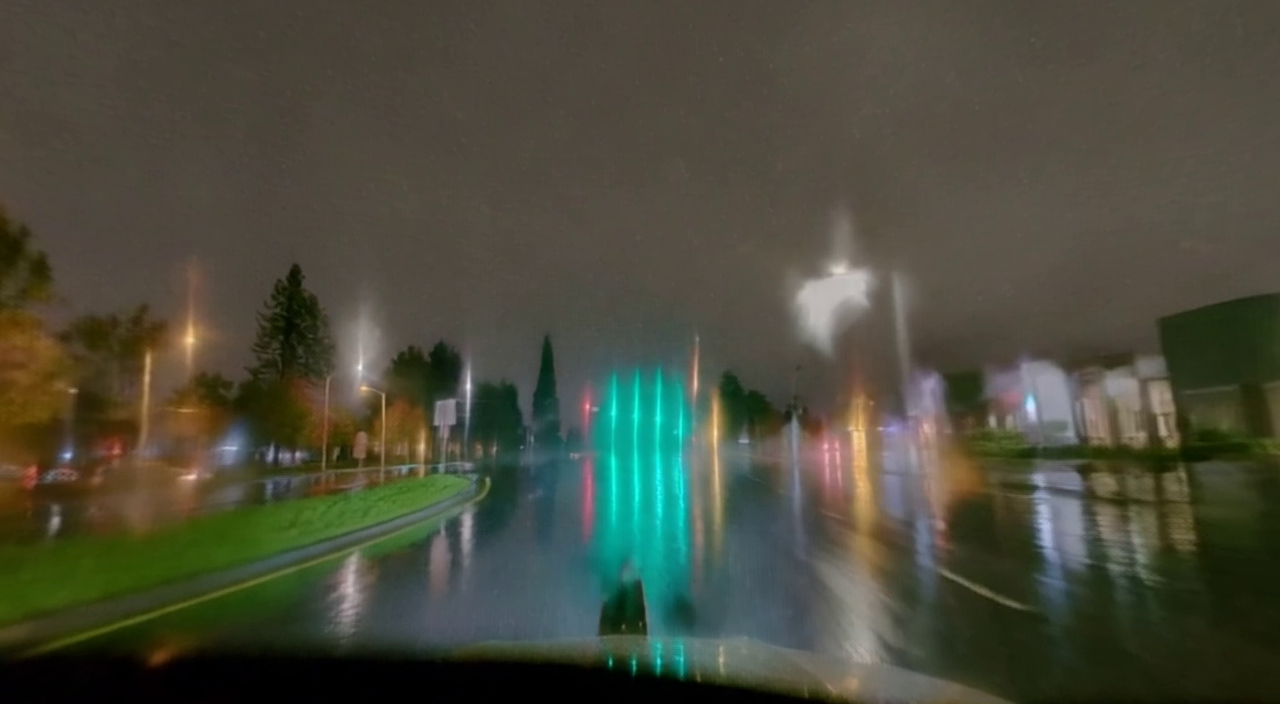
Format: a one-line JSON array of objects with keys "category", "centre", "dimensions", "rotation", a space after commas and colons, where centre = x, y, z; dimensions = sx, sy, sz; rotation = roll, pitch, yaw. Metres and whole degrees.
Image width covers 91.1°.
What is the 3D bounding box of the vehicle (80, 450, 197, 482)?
[{"category": "vehicle", "centre": [-33.271, 7.546, 41.950], "dimensions": [2.510, 1.873, 5.815], "rotation": [-1, -9, 8]}]
